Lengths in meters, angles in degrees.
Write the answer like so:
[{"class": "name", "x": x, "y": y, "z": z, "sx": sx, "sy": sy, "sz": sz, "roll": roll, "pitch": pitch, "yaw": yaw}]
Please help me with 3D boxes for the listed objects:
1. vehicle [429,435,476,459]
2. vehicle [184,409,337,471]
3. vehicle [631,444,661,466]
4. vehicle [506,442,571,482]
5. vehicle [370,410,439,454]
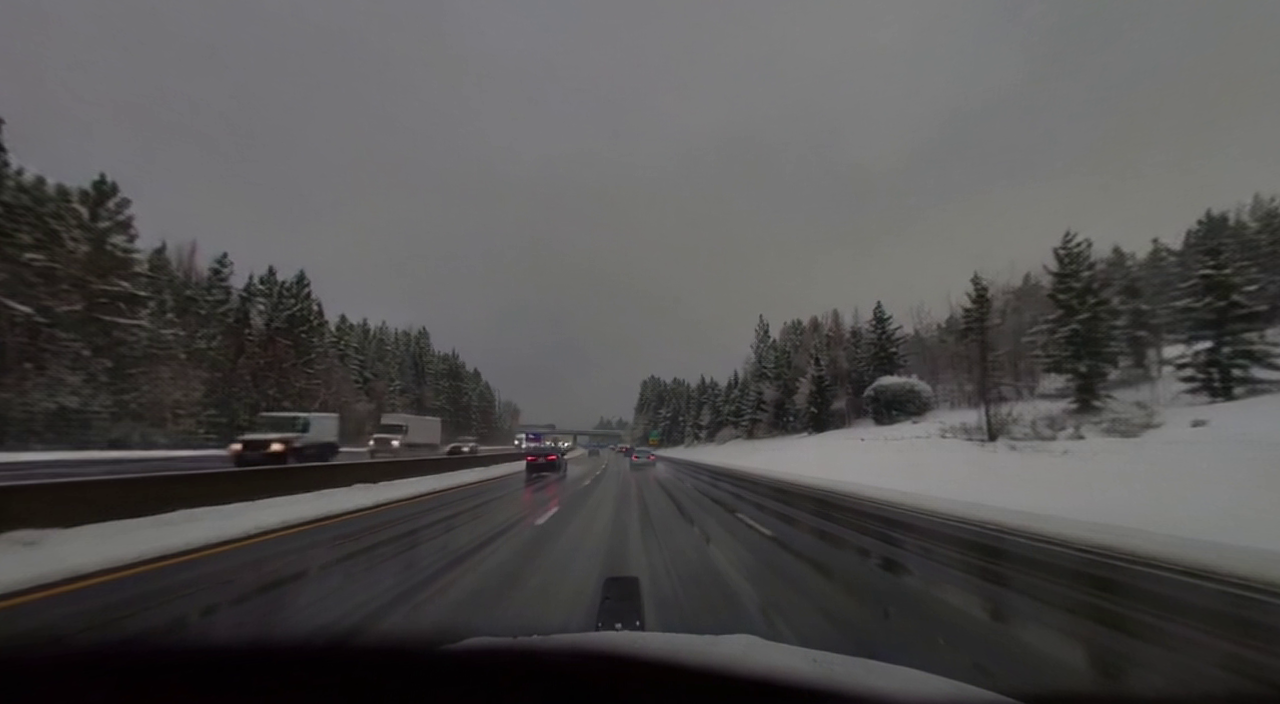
[{"class": "vehicle", "x": -13.213, "y": 6.767, "z": 44.840, "sx": 1.988, "sy": 1.578, "sz": 4.686, "roll": 0, "pitch": -8, "yaw": -1}, {"class": "vehicle", "x": -12.868, "y": 3.071, "z": 21.901, "sx": 2.240, "sy": 1.873, "sz": 4.906, "roll": 0, "pitch": -9, "yaw": 0}, {"class": "vehicle", "x": 0.380, "y": 7.422, "z": 45.530, "sx": 2.008, "sy": 1.499, "sz": 3.192, "roll": 0, "pitch": -8, "yaw": -2}, {"class": "vehicle", "x": -4.185, "y": 4.600, "z": 26.704, "sx": 2.054, "sy": 1.500, "sz": 4.469, "roll": 0, "pitch": -8, "yaw": 0}, {"class": "vehicle", "x": -18.186, "y": 6.353, "z": 49.335, "sx": 2.562, "sy": 3.155, "sz": 7.175, "roll": 0, "pitch": -9, "yaw": 0}]
